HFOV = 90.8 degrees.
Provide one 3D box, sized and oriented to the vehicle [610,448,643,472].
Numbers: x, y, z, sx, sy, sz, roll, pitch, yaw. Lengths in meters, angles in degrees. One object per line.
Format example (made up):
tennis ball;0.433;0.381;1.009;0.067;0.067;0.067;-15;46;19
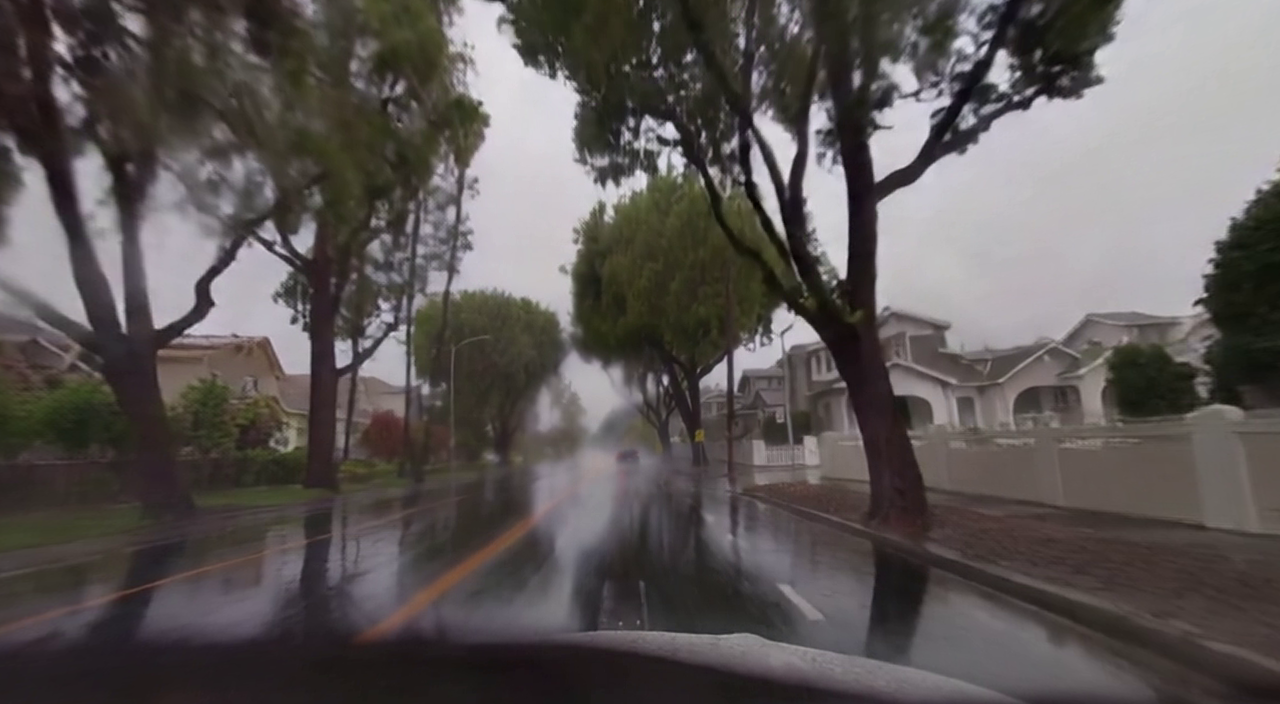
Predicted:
vehicle;-0.910;7.164;42.192;2.104;1.500;3.815;1;-9;-1
